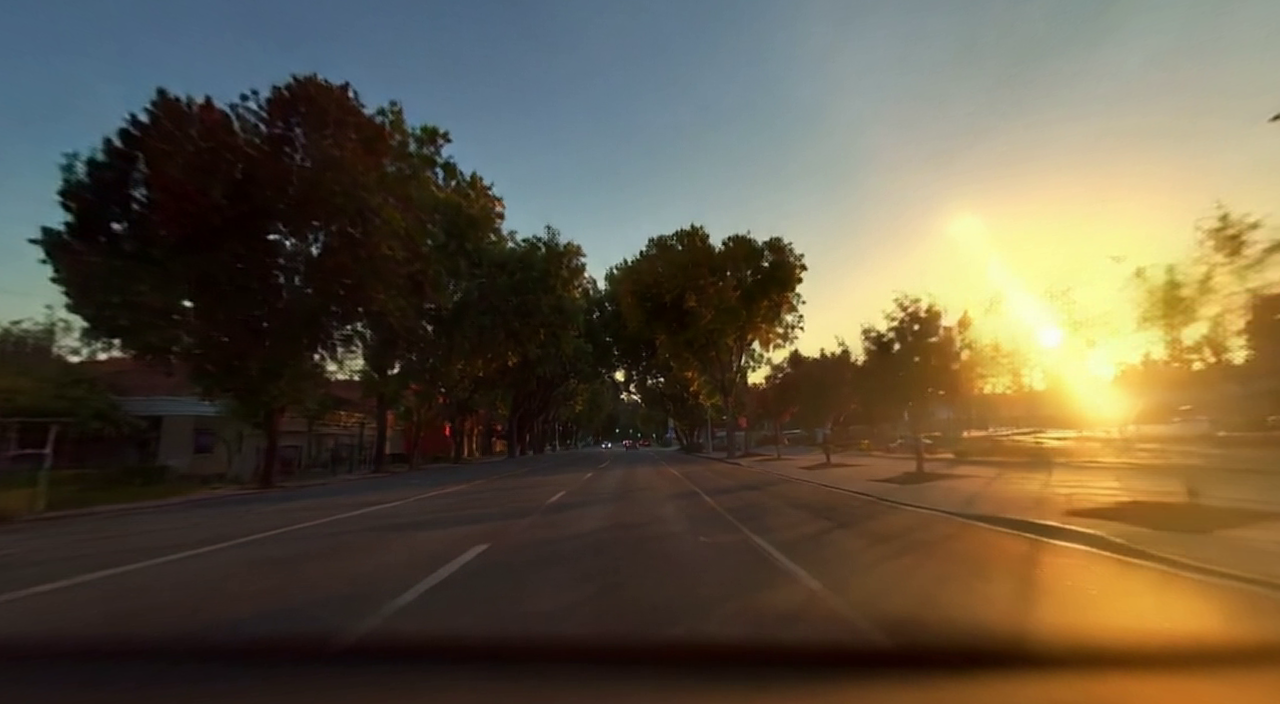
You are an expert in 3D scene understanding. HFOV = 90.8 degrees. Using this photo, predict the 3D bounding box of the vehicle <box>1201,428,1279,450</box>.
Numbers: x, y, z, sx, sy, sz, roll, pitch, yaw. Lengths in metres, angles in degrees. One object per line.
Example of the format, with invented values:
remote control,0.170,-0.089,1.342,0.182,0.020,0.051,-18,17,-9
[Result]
vehicle,44.679,6.411,46.874,1.826,1.461,4.516,-2,-7,-1
